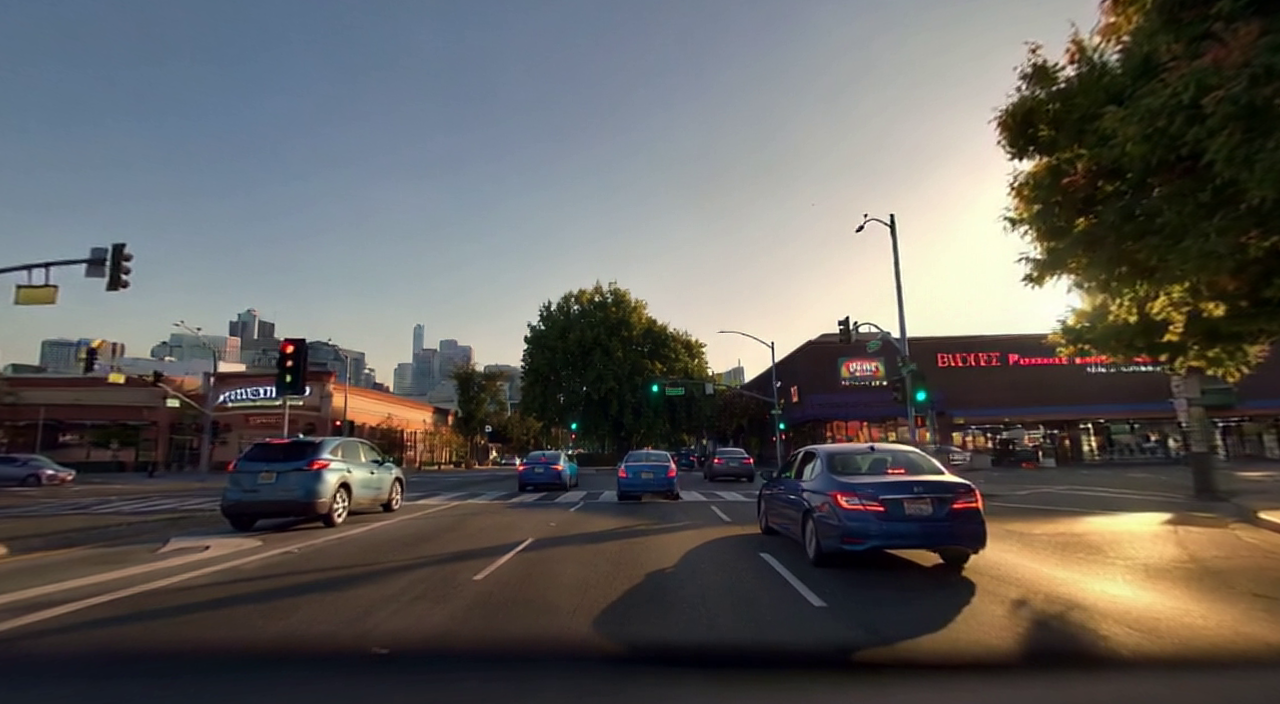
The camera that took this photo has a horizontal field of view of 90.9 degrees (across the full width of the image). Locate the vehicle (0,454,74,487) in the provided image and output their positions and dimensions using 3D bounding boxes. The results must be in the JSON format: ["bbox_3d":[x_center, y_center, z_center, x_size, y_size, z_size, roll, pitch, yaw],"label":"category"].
[{"bbox_3d":[-30.249,5.678,30.217,4.315,1.485,1.822,0,-8,-2],"label":"vehicle"}]

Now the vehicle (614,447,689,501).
[{"bbox_3d":[0.355,3.673,19.490,2.070,1.460,4.118,0,-8,1],"label":"vehicle"}]

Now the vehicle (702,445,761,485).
[{"bbox_3d":[3.839,4.783,27.050,1.931,1.552,4.125,0,-8,0],"label":"vehicle"}]

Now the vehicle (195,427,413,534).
[{"bbox_3d":[-6.580,2.536,13.081,2.058,1.804,4.391,0,-8,0],"label":"vehicle"}]

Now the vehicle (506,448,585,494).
[{"bbox_3d":[-3.322,4.277,23.050,2.040,1.471,4.211,-1,-8,3],"label":"vehicle"}]

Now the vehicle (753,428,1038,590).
[{"bbox_3d":[2.785,1.796,8.087,1.946,1.513,4.133,0,-8,1],"label":"vehicle"}]
